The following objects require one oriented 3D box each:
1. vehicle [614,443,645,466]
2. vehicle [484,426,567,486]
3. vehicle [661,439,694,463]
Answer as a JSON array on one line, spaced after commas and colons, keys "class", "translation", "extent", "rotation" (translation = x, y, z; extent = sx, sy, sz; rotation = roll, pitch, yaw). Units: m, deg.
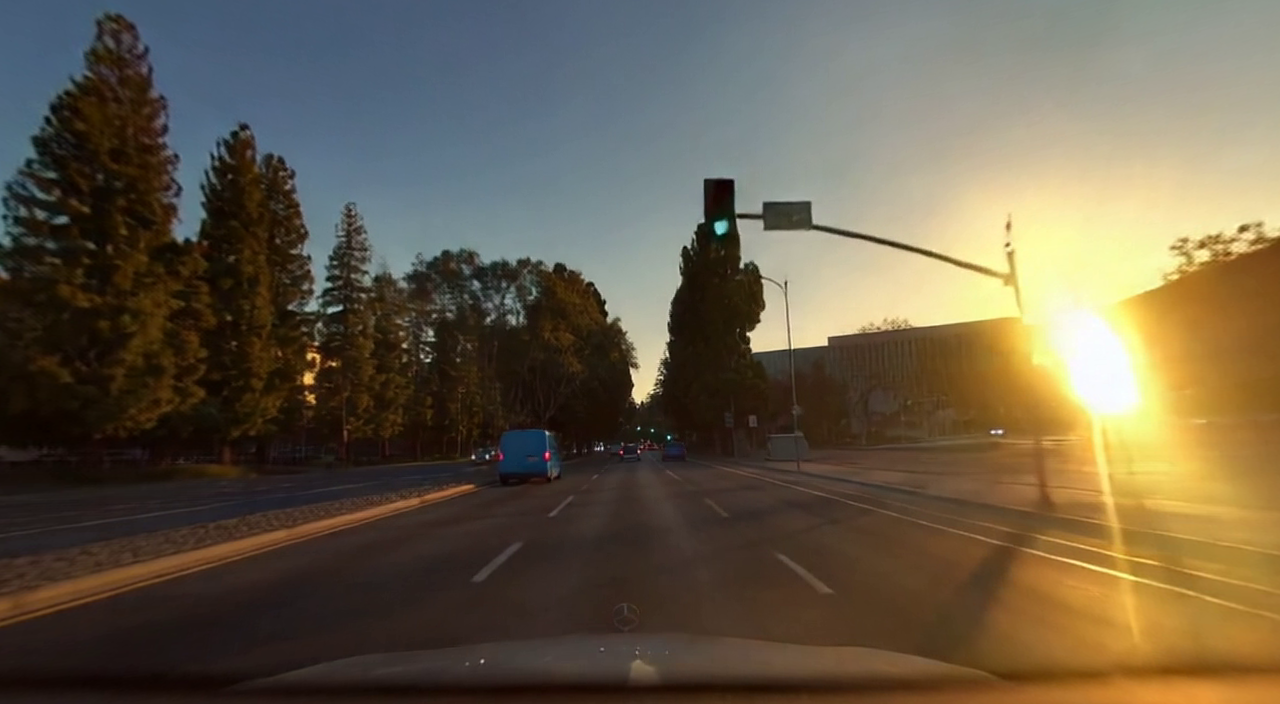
[{"class": "vehicle", "translation": [-0.729, 6.968, 43.043], "extent": [2.039, 1.455, 3.826], "rotation": [0, -9, -2]}, {"class": "vehicle", "translation": [-3.879, 3.648, 22.329], "extent": [2.075, 1.863, 4.744], "rotation": [0, -9, -1]}, {"class": "vehicle", "translation": [2.855, 7.719, 49.224], "extent": [2.181, 1.781, 4.257], "rotation": [0, -9, -1]}]
